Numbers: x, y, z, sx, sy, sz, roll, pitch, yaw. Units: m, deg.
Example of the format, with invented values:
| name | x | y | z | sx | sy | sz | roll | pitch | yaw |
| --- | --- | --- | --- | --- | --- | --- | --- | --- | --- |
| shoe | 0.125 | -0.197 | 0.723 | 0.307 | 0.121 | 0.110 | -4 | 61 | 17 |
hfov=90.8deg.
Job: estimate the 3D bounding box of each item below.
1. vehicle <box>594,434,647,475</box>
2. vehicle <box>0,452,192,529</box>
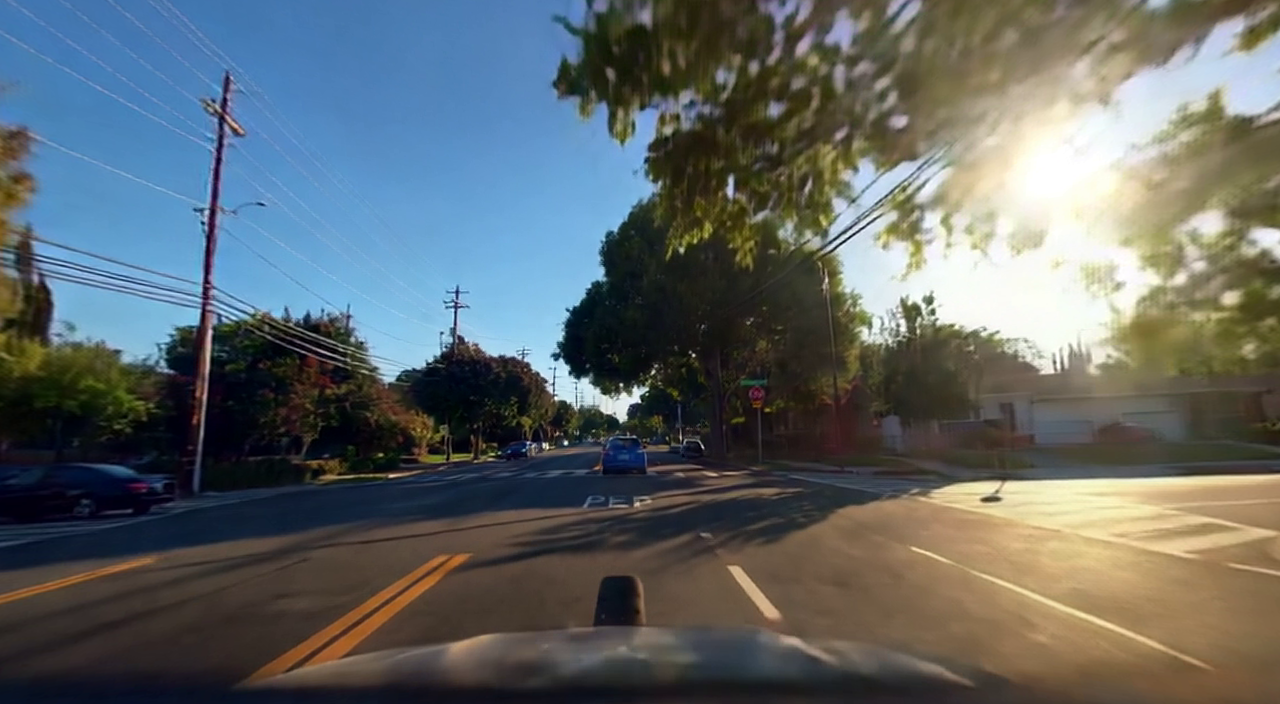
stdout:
| name | x | y | z | sx | sy | sz | roll | pitch | yaw |
| --- | --- | --- | --- | --- | --- | --- | --- | --- | --- |
| vehicle | -0.704 | 3.936 | 24.517 | 1.877 | 1.448 | 3.830 | 0 | -9 | 0 |
| vehicle | -14.117 | 3.340 | 15.150 | 5.190 | 1.502 | 2.085 | -4 | -8 | -1 |
